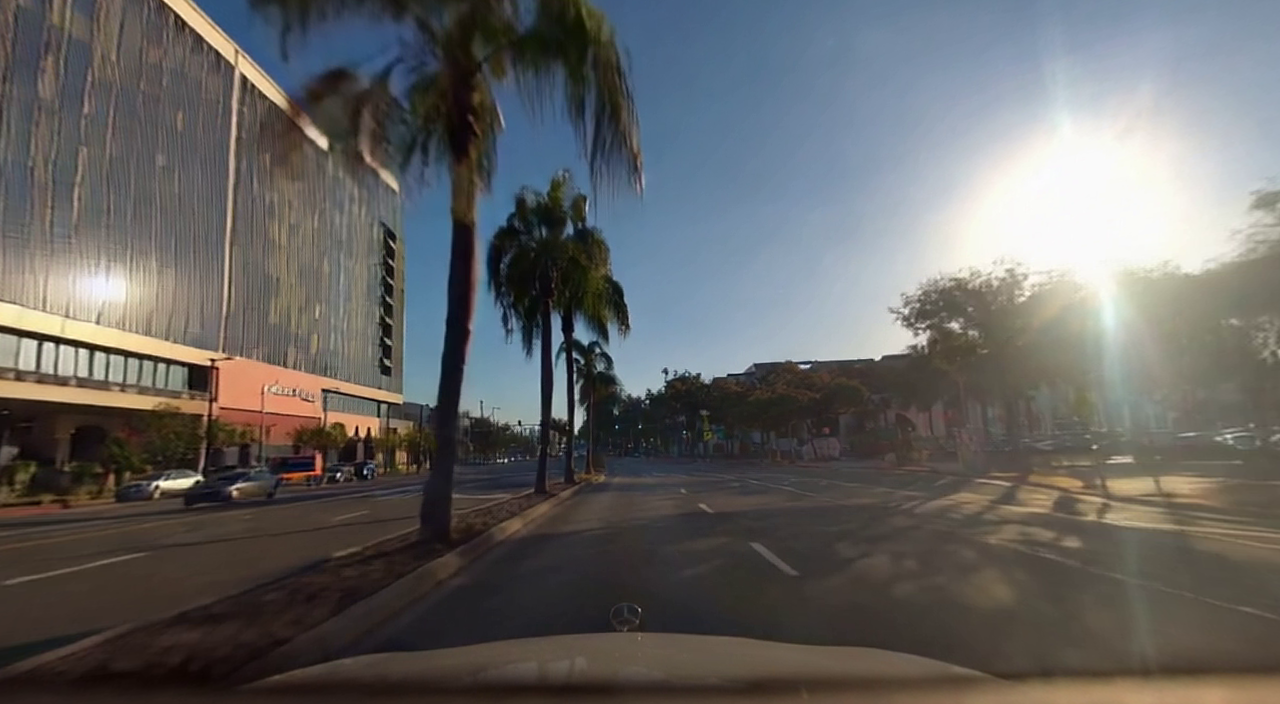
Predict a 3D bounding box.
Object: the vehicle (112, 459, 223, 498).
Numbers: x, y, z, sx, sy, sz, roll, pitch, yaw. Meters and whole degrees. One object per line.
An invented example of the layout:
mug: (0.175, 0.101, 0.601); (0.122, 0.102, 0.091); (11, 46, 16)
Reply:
vehicle: (-25.416, 6.787, 34.294); (2.099, 1.814, 5.092); (0, -8, -1)

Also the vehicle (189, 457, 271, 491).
vehicle: (-25.811, 7.682, 40.056); (2.136, 1.843, 5.019); (0, -8, -5)

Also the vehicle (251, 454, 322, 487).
vehicle: (-25.789, 8.602, 46.307); (2.291, 2.040, 5.186); (-3, -8, -1)
